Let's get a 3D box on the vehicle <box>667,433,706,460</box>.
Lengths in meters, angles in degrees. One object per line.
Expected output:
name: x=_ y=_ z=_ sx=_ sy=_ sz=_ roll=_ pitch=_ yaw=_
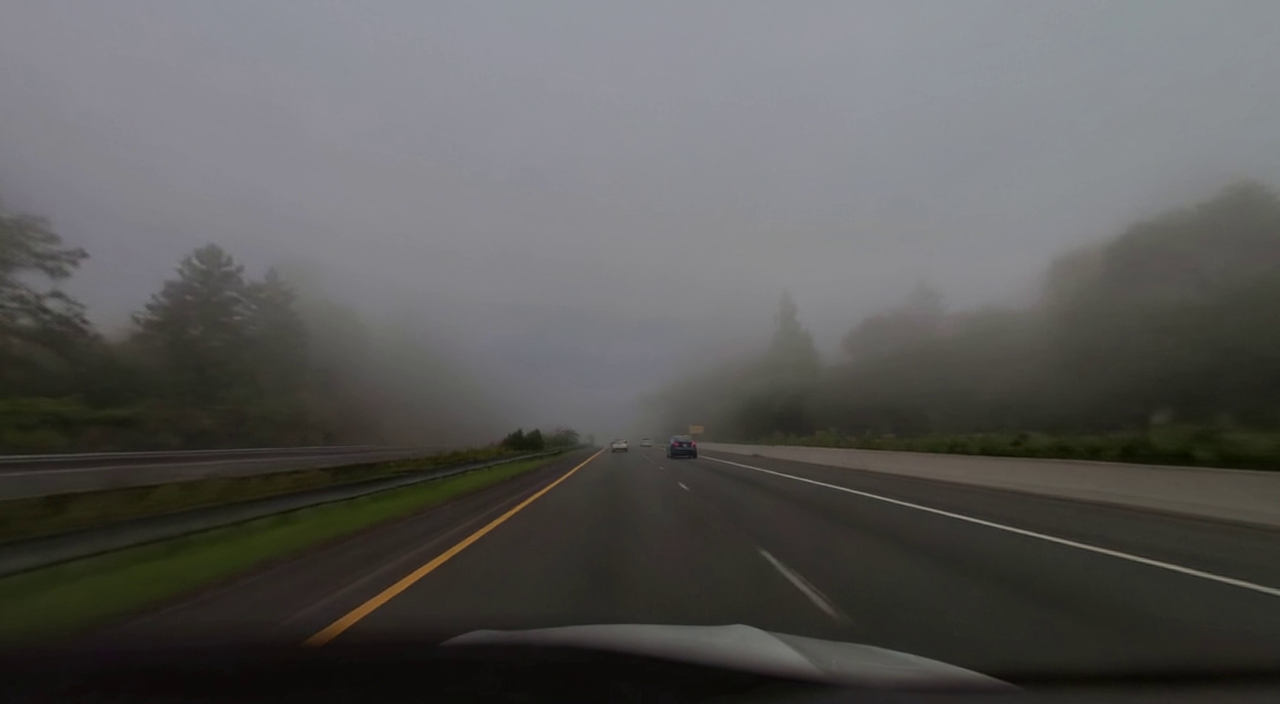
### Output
vehicle: x=2.974 y=6.172 z=41.358 sx=2.085 sy=1.681 sz=4.436 roll=0 pitch=-8 yaw=-2
